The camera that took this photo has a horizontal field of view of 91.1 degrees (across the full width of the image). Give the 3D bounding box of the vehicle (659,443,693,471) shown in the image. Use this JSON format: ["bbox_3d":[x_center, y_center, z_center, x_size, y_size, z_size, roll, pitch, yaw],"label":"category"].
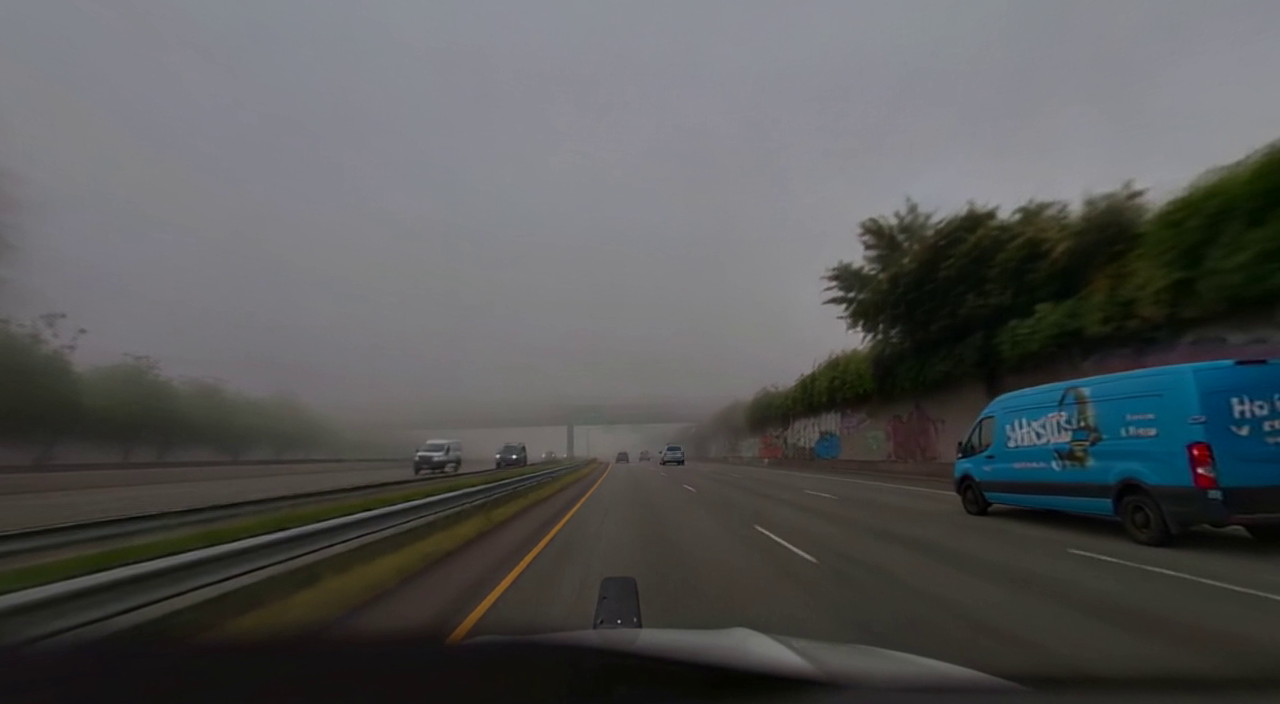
[{"bbox_3d":[2.579,7.722,46.369,2.007,1.943,5.010,0,-9,-2],"label":"vehicle"}]

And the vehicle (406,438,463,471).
[{"bbox_3d":[-15.798,7.902,48.687,2.397,2.304,6.142,0,-9,-1],"label":"vehicle"}]

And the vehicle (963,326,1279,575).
[{"bbox_3d":[7.671,1.451,9.578,2.283,2.631,5.719,0,-9,-1],"label":"vehicle"}]
